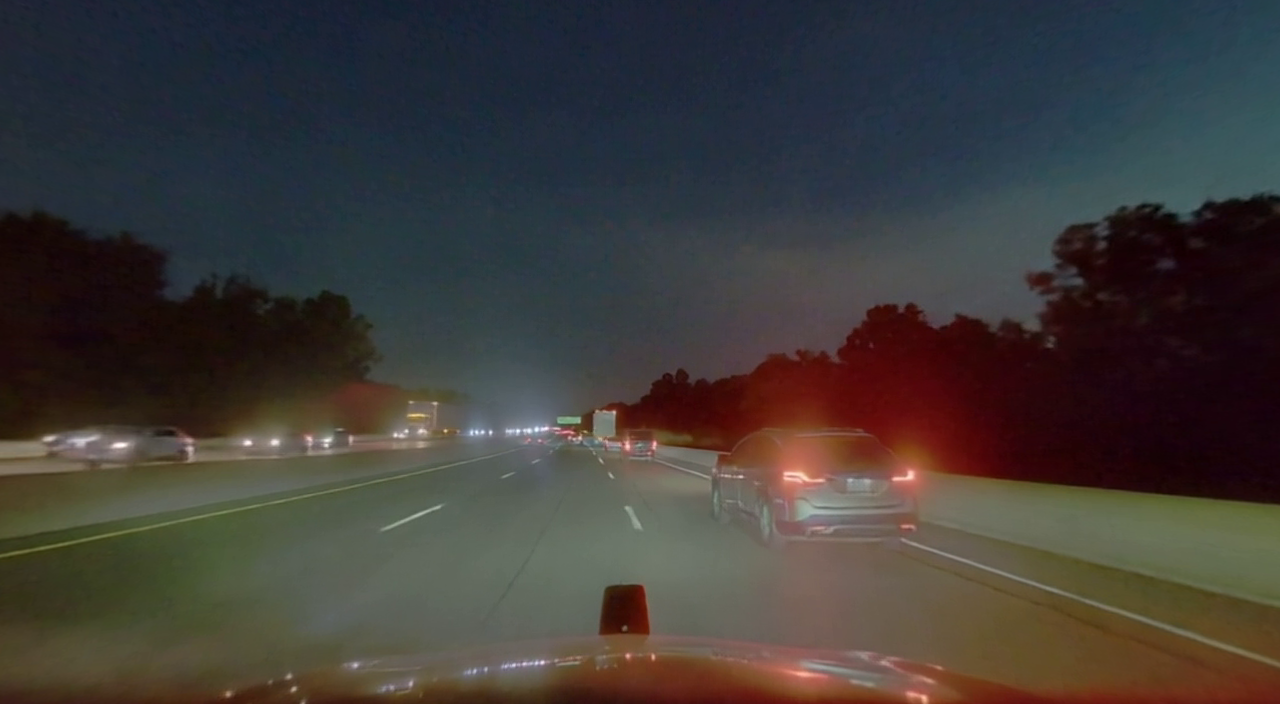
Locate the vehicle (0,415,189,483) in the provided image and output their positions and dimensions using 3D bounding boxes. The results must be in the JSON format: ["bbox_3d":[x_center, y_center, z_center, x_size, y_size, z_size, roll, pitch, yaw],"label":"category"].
[{"bbox_3d":[-12.946,2.321,15.220,1.610,1.420,3.445,1,-8,-4],"label":"vehicle"}]

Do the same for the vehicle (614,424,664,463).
[{"bbox_3d":[-0.142,4.968,34.245,2.207,1.937,5.610,1,-8,-5],"label":"vehicle"}]

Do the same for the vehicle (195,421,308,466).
[{"bbox_3d":[-13.183,3.133,21.601,1.853,1.406,3.495,1,-8,-5],"label":"vehicle"}]

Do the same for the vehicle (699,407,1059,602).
[{"bbox_3d":[2.111,1.508,7.228,2.127,1.497,4.445,1,-8,-4],"label":"vehicle"}]

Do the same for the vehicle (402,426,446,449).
[{"bbox_3d":[-15.611,6.220,45.633,1.921,1.507,4.664,0,-8,-5],"label":"vehicle"}]
